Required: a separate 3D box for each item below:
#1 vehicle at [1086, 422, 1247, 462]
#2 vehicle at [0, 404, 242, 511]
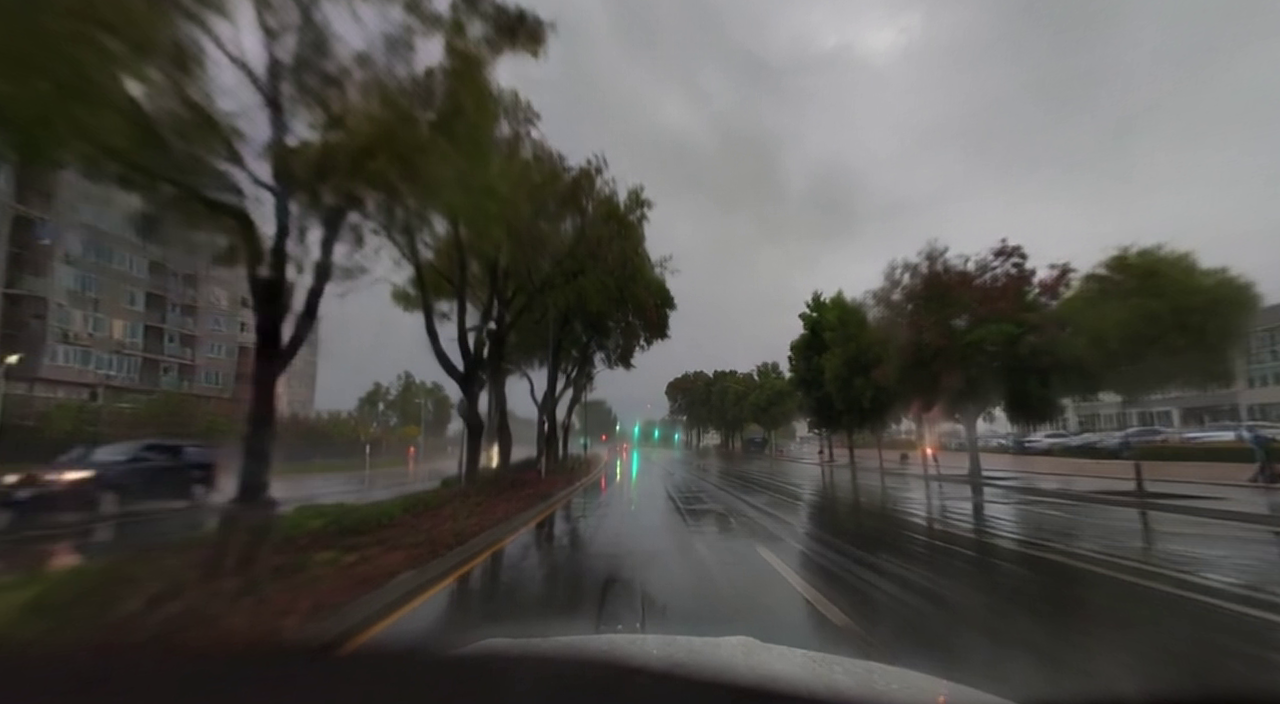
[{"bbox_3d":[21.987,3.806,26.589,4.739,1.569,2.097,-1,-9,4],"label":"vehicle"},{"bbox_3d":[-15.845,3.230,19.724,2.725,2.768,6.120,-1,-9,0],"label":"vehicle"}]
